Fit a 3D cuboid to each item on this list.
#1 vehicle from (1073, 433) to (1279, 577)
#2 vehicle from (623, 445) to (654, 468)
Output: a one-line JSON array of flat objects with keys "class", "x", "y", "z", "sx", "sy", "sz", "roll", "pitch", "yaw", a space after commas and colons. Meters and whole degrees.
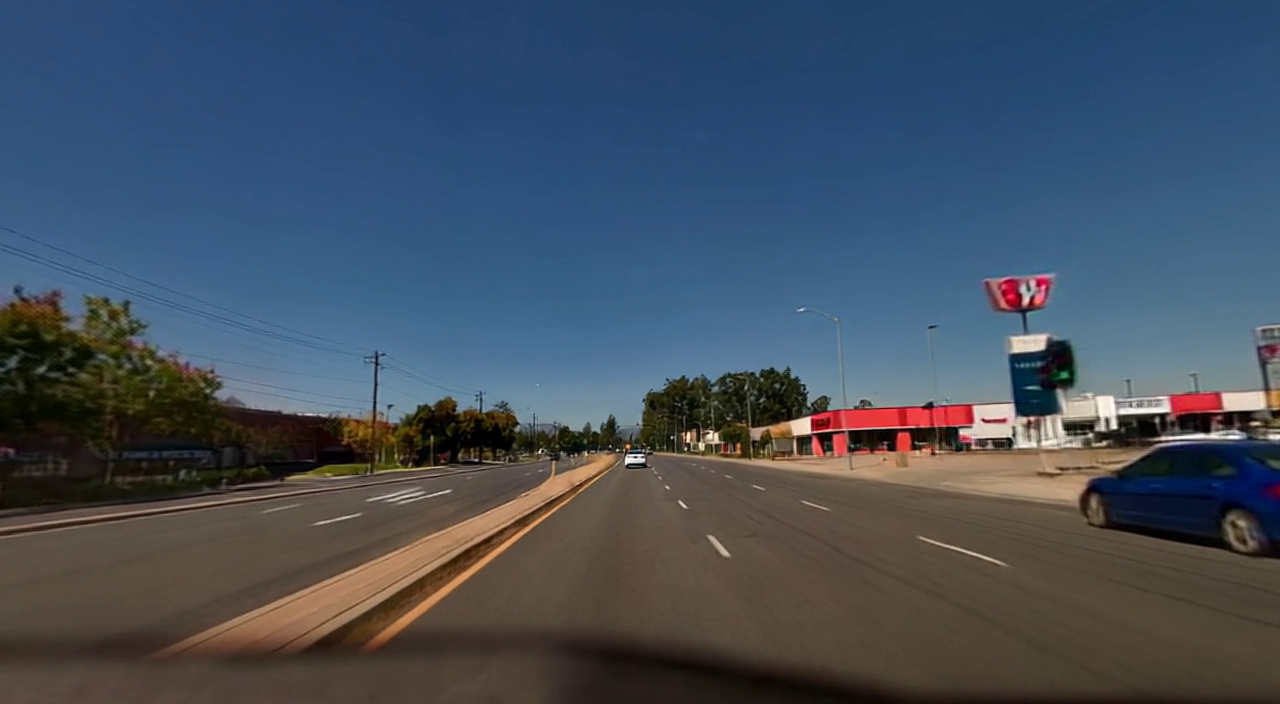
[{"class": "vehicle", "x": 7.543, "y": 1.740, "z": 7.604, "sx": 1.849, "sy": 1.464, "sz": 4.119, "roll": 0, "pitch": -8, "yaw": 2}, {"class": "vehicle", "x": -0.144, "y": 7.100, "z": 43.117, "sx": 2.027, "sy": 1.494, "sz": 3.942, "roll": 0, "pitch": -8, "yaw": -1}]
